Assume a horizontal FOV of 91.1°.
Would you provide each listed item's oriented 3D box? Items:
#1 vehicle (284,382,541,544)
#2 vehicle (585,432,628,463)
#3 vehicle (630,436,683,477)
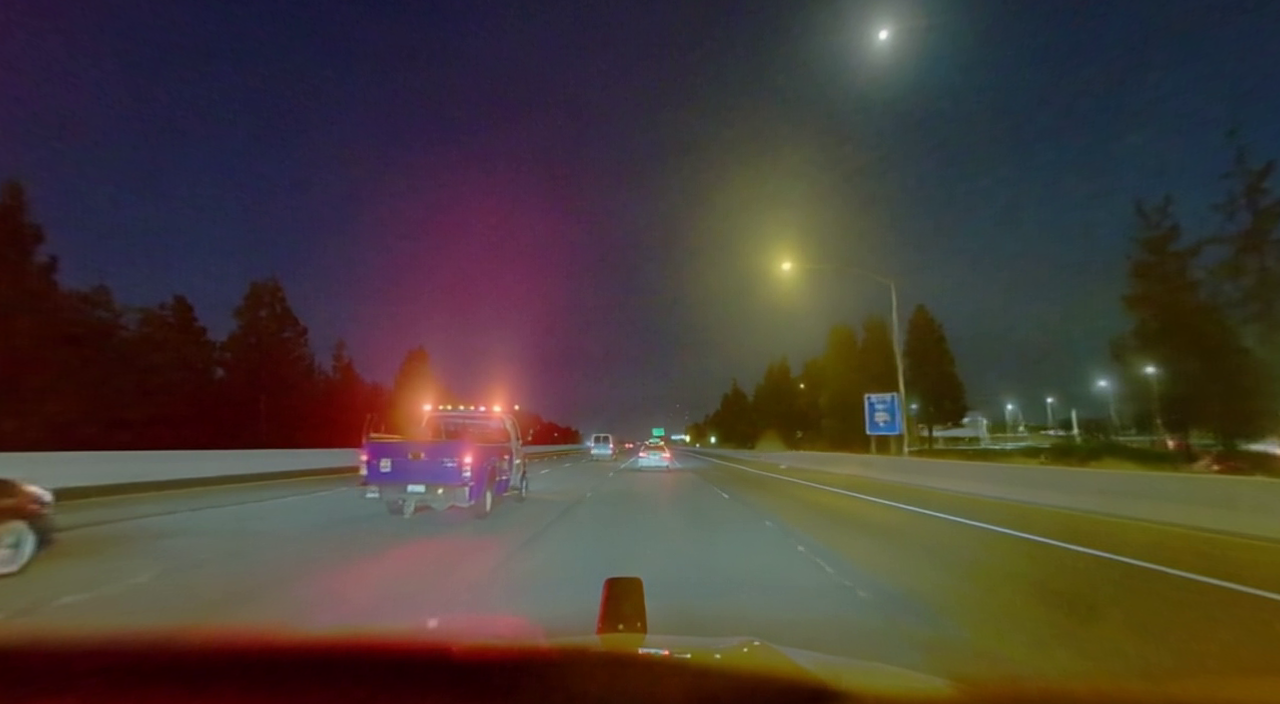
[{"bbox_3d":[-3.351,1.818,10.870,2.292,2.070,5.532,0,-8,1],"label":"vehicle"},{"bbox_3d":[-2.391,7.073,46.547,2.526,2.146,5.594,0,-8,3],"label":"vehicle"},{"bbox_3d":[0.686,4.561,27.611,2.165,1.653,4.456,0,-8,1],"label":"vehicle"}]
